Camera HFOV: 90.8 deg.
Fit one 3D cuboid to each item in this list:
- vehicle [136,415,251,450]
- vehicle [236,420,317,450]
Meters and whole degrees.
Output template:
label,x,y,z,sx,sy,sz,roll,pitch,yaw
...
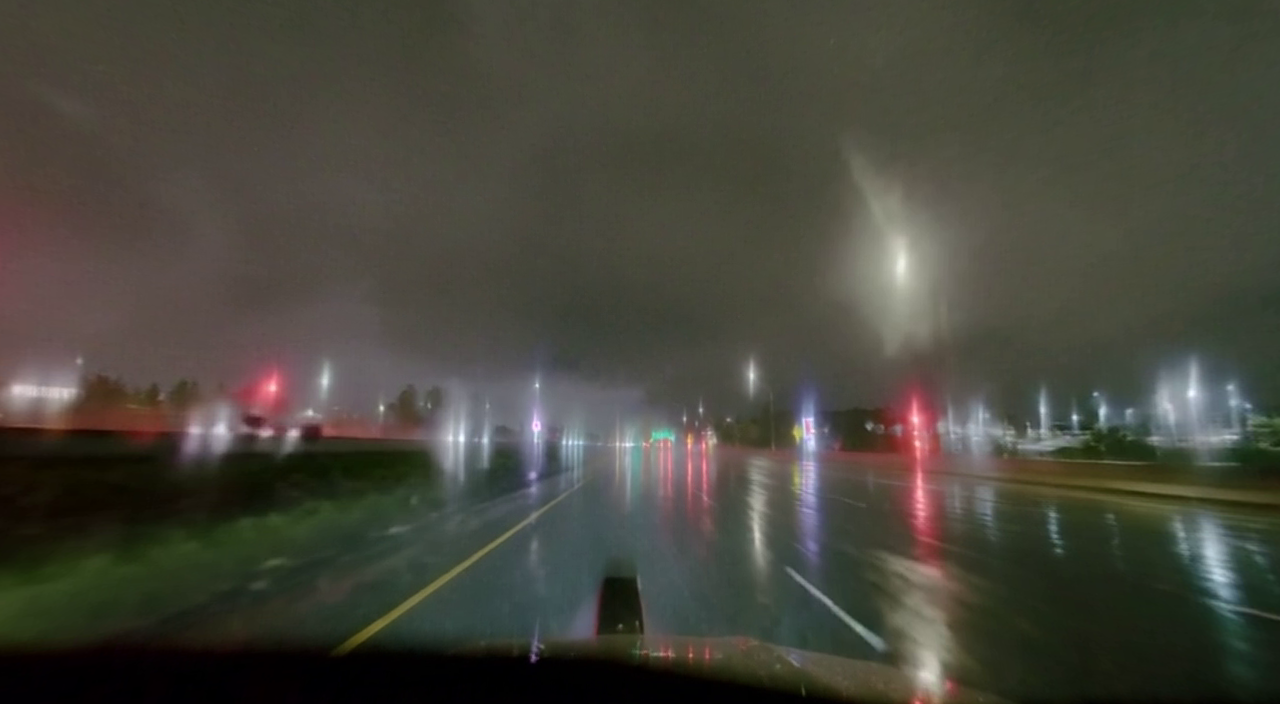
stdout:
label,x,y,z,sx,sy,sz,roll,pitch,yaw
vehicle,-25.379,4.708,36.227,2.251,1.820,5.899,0,-9,0
vehicle,-21.563,5.001,37.753,1.928,1.628,4.890,0,-9,0
